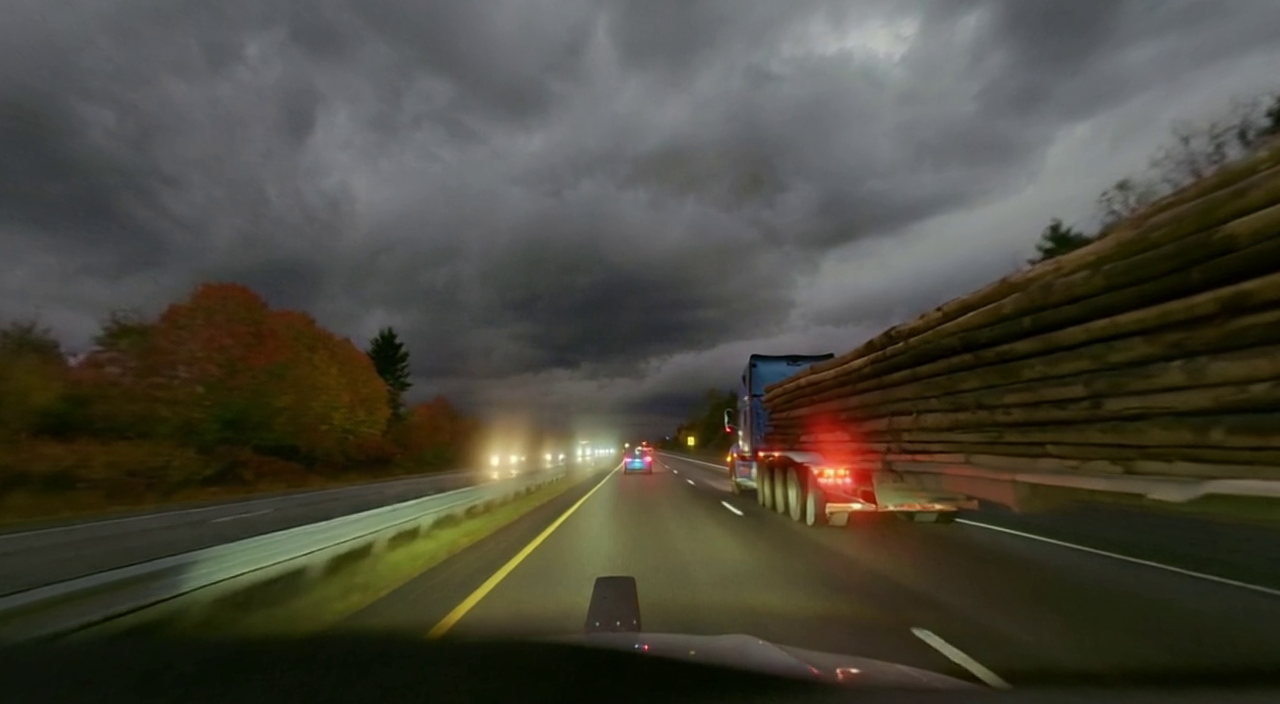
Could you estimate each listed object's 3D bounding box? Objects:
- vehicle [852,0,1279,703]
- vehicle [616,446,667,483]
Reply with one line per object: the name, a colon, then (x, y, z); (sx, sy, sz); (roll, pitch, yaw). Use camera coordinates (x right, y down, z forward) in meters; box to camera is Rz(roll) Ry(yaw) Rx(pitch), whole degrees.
vehicle: (3.990, -0.195, 2.705); (3.004, 3.923, 8.363); (0, -9, -1)
vehicle: (0.029, 4.975, 28.010); (2.099, 1.506, 4.097); (0, -9, 0)
